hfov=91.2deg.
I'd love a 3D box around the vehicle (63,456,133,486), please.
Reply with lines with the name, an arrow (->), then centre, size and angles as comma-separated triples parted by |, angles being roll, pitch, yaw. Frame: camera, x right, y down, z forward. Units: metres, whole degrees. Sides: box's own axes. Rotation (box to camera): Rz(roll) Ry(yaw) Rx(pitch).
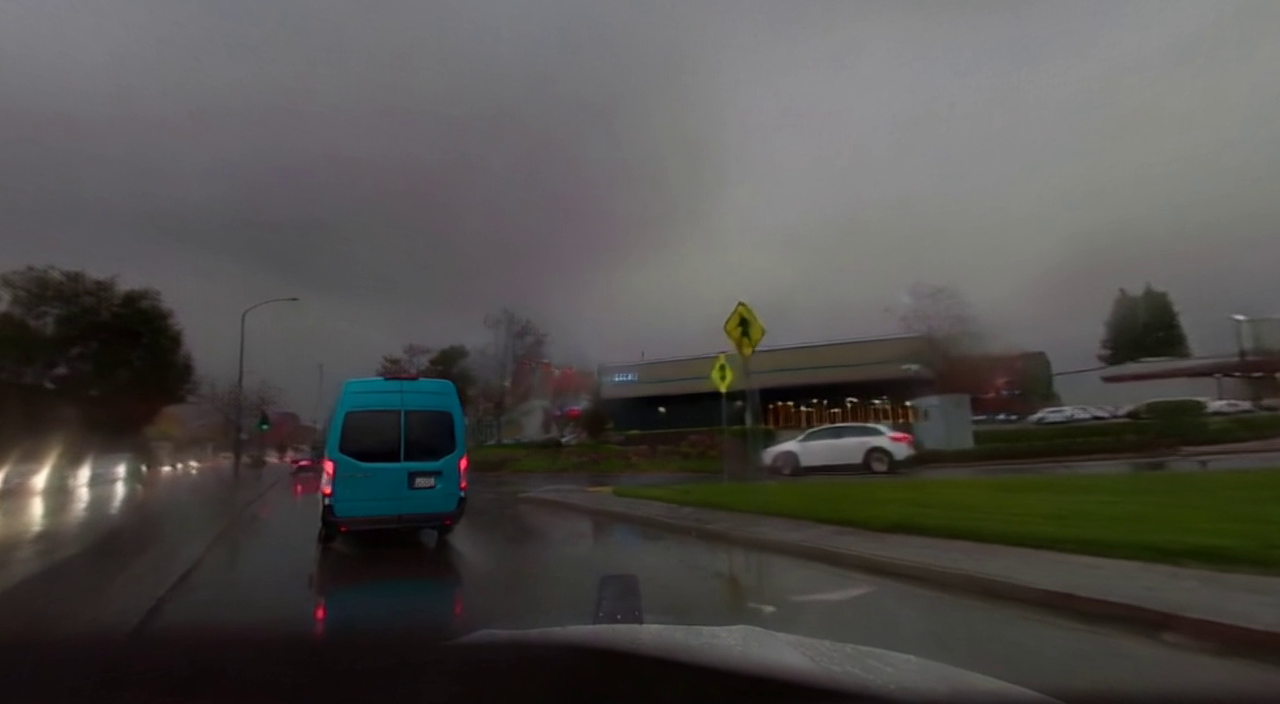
vehicle -> -33.829, 7.389, 39.274 | 1.938, 1.688, 4.523 | 3, -9, -23

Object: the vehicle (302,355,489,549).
vehicle -> -4.735, 1.801, 11.611 | 2.432, 2.624, 5.670 | 4, -10, -27

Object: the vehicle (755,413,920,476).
vehicle -> 5.461, 2.632, 17.662 | 4.109, 1.592, 2.008 | -3, -9, 16

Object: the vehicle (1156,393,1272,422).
vehicle -> 36.411, 3.613, 39.916 | 2.003, 1.520, 4.883 | 4, -10, -26

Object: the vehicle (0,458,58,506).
vehicle -> -24.831, 5.095, 24.481 | 2.114, 1.668, 3.747 | -1, -8, -28
